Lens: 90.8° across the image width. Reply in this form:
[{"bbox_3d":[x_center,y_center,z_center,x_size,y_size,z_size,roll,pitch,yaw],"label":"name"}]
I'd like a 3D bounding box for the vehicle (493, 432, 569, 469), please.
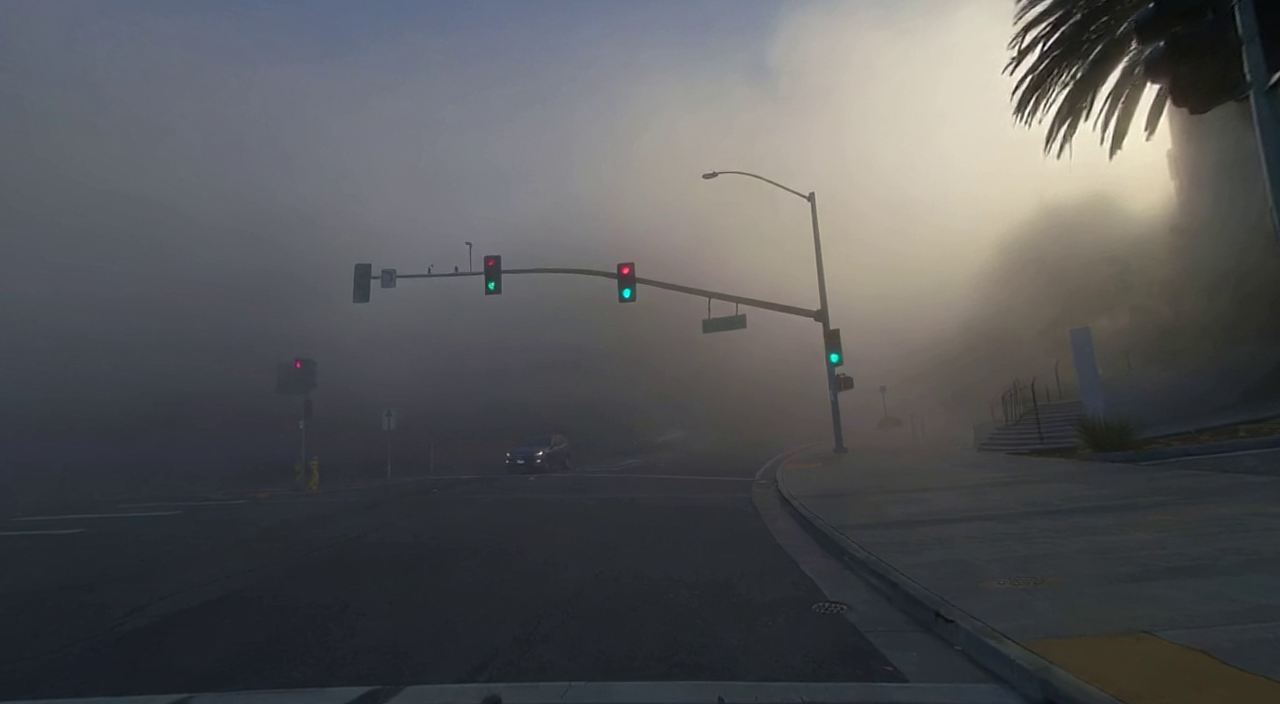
[{"bbox_3d":[-5.684,5.235,33.642,2.181,1.792,4.648,-3,-9,16],"label":"vehicle"}]
